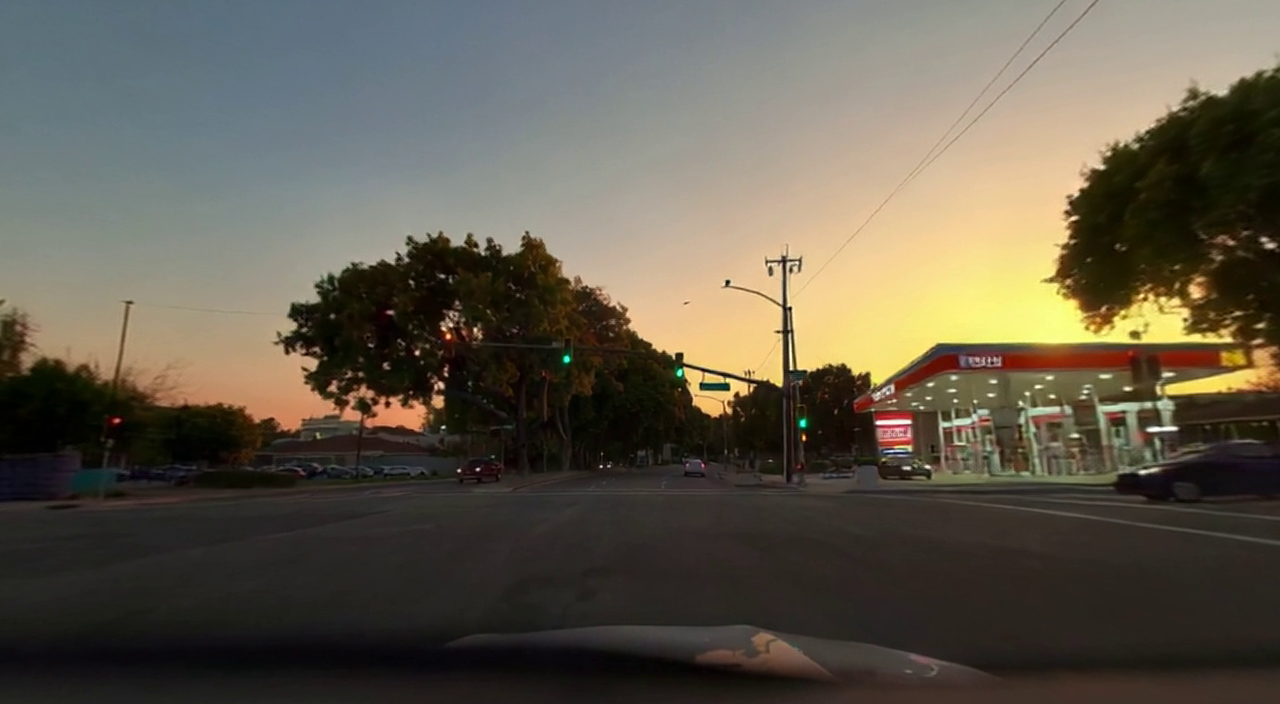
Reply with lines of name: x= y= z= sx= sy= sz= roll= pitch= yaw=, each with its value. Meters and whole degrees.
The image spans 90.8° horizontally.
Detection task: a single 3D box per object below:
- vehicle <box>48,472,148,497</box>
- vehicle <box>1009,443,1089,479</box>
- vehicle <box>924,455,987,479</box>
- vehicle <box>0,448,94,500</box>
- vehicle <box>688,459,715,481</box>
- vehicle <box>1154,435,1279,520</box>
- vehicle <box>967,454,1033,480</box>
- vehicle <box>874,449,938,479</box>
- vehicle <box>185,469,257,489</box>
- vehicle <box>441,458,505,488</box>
vehicle: x=-32.876 y=8.048 z=38.393 sx=4.239 sy=1.401 sz=2.038 roll=0 pitch=-9 yaw=2
vehicle: x=23.332 y=6.160 z=35.954 sx=4.920 sy=1.864 sz=2.027 roll=6 pitch=-11 yaw=-36
vehicle: x=20.126 y=7.322 z=40.237 sx=4.553 sy=1.371 sz=2.019 roll=9 pitch=-15 yaw=-42
vehicle: x=-33.218 y=6.349 z=33.158 sx=6.708 sy=2.544 sz=2.452 roll=0 pitch=-9 yaw=1
vehicle: x=4.639 y=8.936 z=48.103 sx=1.908 sy=1.492 sz=3.977 roll=-1 pitch=-9 yaw=3
vehicle: x=13.264 y=2.391 z=12.329 sx=4.605 sy=1.497 sz=2.061 roll=0 pitch=-9 yaw=1
vehicle: x=21.948 y=6.945 z=38.433 sx=4.329 sy=1.461 sz=1.873 roll=7 pitch=-11 yaw=-38
vehicle: x=17.813 y=7.451 z=42.177 sx=4.601 sy=1.766 sz=2.015 roll=7 pitch=-14 yaw=-42
vehicle: x=-32.596 y=9.871 z=49.196 sx=4.233 sy=1.434 sz=1.961 roll=-1 pitch=-9 yaw=4
vehicle: x=-9.112 y=6.632 z=34.904 sx=2.023 sy=1.498 sz=4.605 roll=-1 pitch=-9 yaw=3
